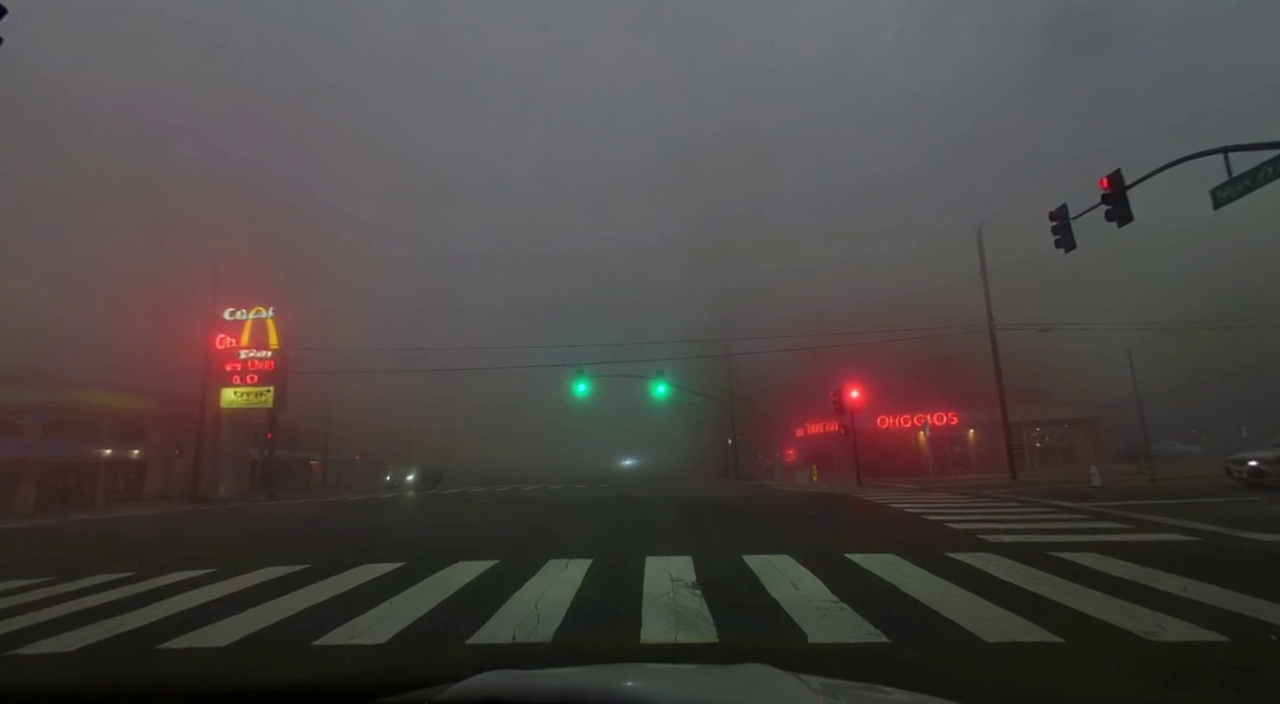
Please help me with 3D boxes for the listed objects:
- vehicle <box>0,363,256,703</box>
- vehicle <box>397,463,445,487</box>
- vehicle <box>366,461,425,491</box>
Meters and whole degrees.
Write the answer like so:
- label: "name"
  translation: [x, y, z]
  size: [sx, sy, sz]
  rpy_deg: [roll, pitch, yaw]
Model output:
- label: "vehicle"
  translation: [-3.411, 0.738, 1.411]
  size: [2.081, 1.644, 4.523]
  rpy_deg: [0, -9, 2]
- label: "vehicle"
  translation: [-15.739, 8.833, 45.415]
  size: [1.931, 1.471, 4.152]
  rpy_deg: [0, -9, 0]
- label: "vehicle"
  translation: [-19.203, 9.732, 49.803]
  size: [2.227, 2.033, 5.614]
  rpy_deg: [0, -9, 1]
